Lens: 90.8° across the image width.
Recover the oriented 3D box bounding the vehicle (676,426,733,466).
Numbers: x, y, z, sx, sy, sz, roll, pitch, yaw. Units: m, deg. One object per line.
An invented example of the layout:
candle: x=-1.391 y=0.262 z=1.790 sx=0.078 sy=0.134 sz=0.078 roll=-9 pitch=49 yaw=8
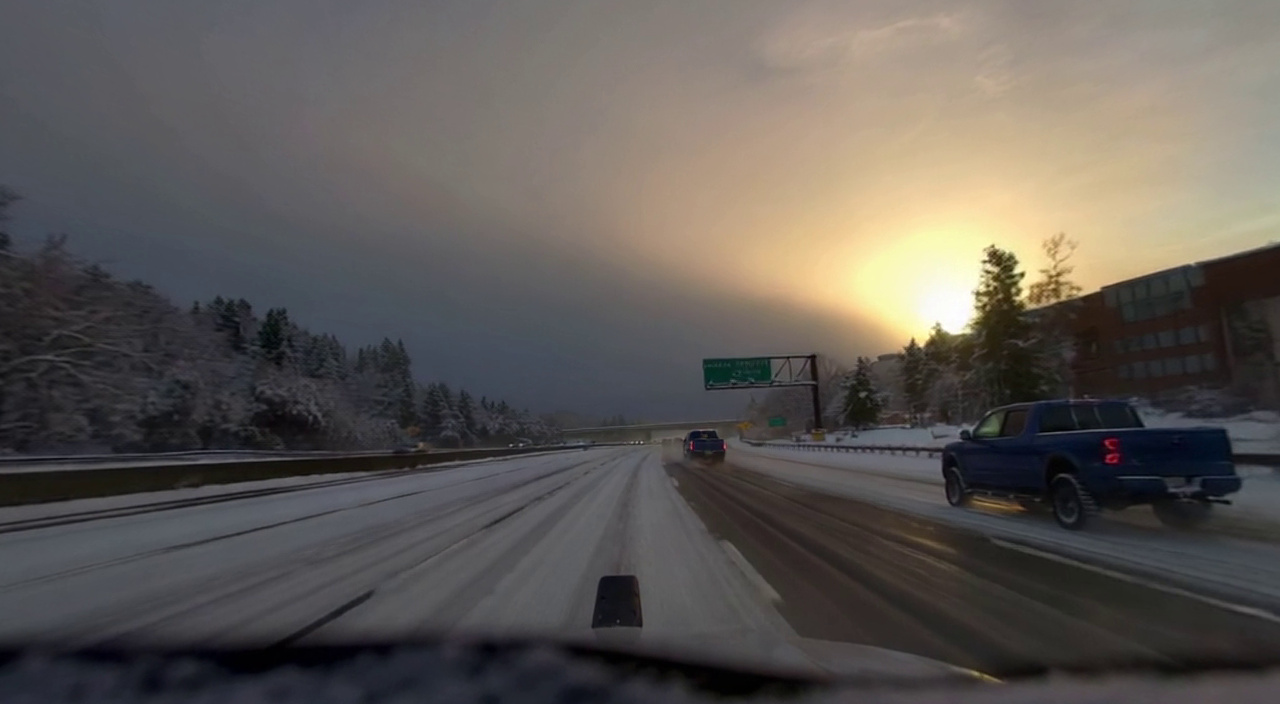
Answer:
vehicle: x=3.383 y=5.102 z=34.202 sx=2.462 sy=1.984 sz=4.718 roll=0 pitch=-8 yaw=-1

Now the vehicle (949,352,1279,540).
vehicle: x=7.579 y=1.518 z=10.389 sx=2.158 sy=2.268 sz=5.396 roll=0 pitch=-9 yaw=0
